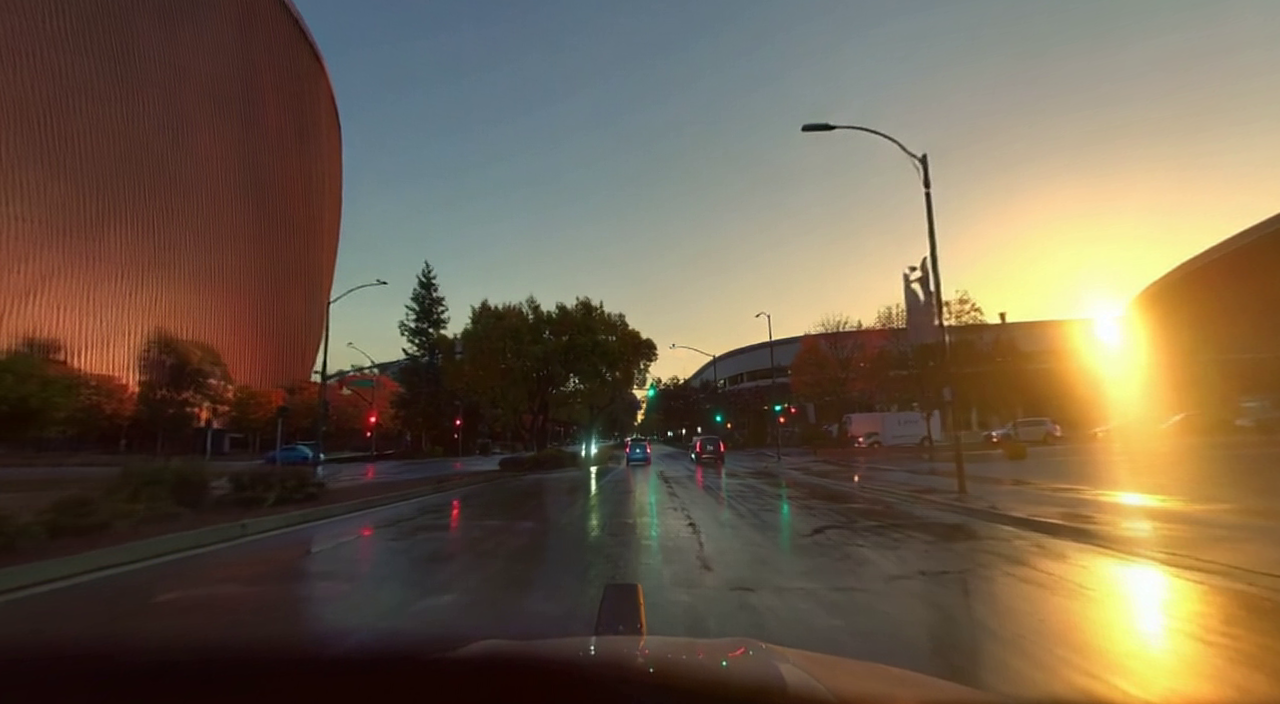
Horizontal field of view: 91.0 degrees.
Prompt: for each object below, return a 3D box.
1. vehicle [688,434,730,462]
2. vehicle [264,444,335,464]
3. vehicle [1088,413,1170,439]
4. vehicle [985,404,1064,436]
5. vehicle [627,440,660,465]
[{"bbox_3d":[4.534,6.461,42.202,2.174,1.749,4.739,1,-9,-2],"label":"vehicle"},{"bbox_3d":[-26.819,8.033,49.716,4.500,1.555,1.913,0,-9,3],"label":"vehicle"},{"bbox_3d":[30.436,4.671,39.371,1.729,1.507,4.279,-1,-8,1],"label":"vehicle"},{"bbox_3d":[23.431,4.249,38.650,1.887,1.635,4.695,1,-10,0],"label":"vehicle"},{"bbox_3d":[0.172,6.633,41.576,2.014,1.525,4.197,1,-9,-2],"label":"vehicle"}]
